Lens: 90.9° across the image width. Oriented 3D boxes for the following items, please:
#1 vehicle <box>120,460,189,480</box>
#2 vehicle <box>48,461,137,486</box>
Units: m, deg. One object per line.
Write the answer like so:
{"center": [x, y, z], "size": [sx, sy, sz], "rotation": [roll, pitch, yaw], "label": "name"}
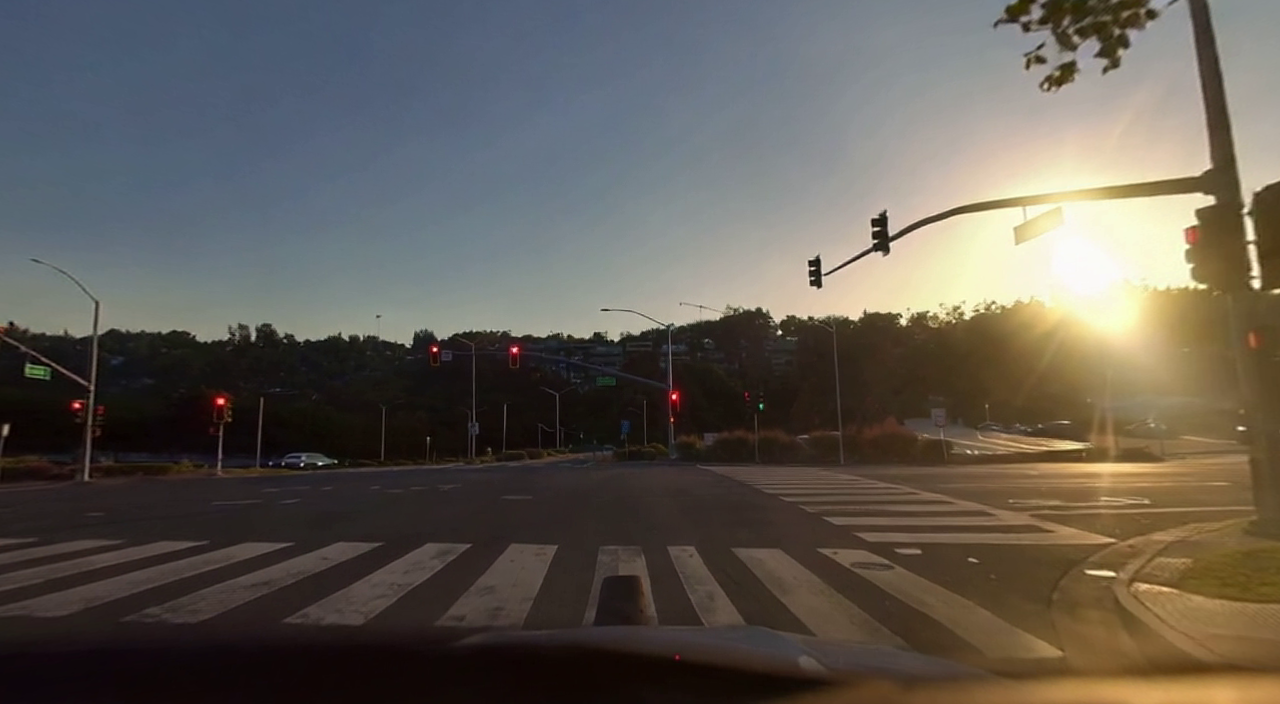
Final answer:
{"center": [-35.897, 8.716, 46.665], "size": [3.681, 1.423, 1.680], "rotation": [0, -8, -1], "label": "vehicle"}
{"center": [-36.142, 8.001, 41.673], "size": [4.241, 1.413, 1.673], "rotation": [-2, -7, -2], "label": "vehicle"}
